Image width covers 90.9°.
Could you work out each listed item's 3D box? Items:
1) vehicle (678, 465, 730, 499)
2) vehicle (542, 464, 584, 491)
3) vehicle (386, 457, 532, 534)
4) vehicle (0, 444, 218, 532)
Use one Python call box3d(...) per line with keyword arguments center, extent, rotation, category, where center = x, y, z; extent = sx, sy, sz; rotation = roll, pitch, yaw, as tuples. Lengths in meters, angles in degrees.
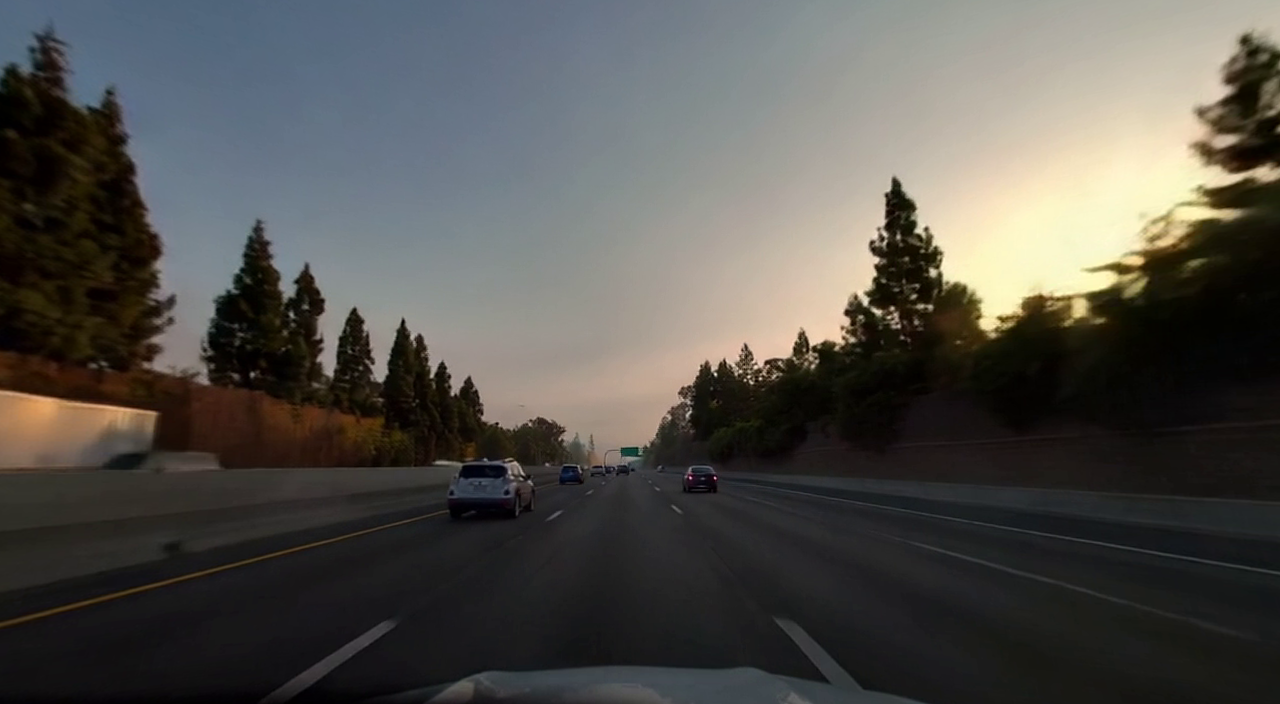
box3d(center=(3.047, 6.332, 30.972), extent=(1.981, 1.516, 4.109), rotation=(1, -11, -2), category="vehicle")
box3d(center=(-4.445, 7.297, 36.821), extent=(2.000, 1.484, 3.995), rotation=(1, -11, -1), category="vehicle")
box3d(center=(-3.979, 3.271, 14.837), extent=(2.004, 1.468, 4.812), rotation=(1, -11, 0), category="vehicle")
box3d(center=(-13.884, 3.437, 16.390), extent=(2.102, 1.857, 5.552), rotation=(1, -11, -2), category="vehicle")
